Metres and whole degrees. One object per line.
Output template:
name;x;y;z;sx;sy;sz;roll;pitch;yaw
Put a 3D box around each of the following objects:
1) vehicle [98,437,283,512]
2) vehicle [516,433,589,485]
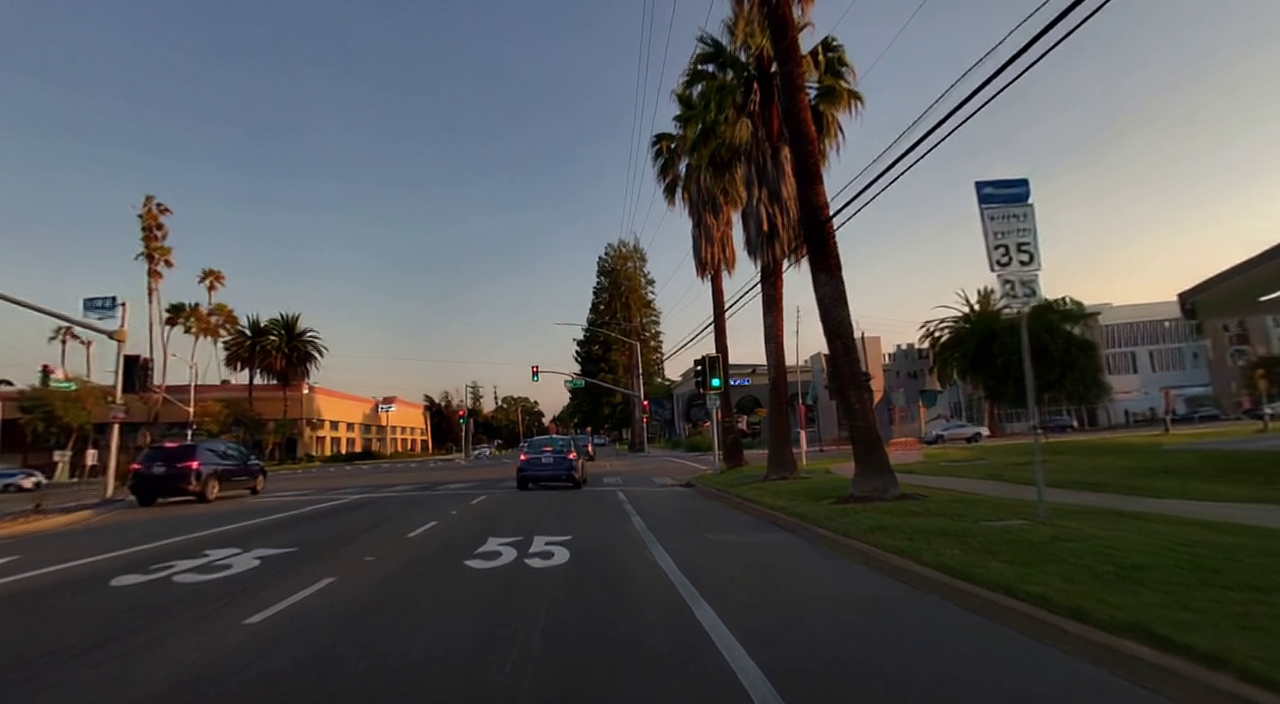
vehicle;-12.418;3.363;17.973;2.050;1.811;4.752;0;-8;-5
vehicle;-2.728;3.418;20.429;2.063;1.474;4.334;1;-8;-5
